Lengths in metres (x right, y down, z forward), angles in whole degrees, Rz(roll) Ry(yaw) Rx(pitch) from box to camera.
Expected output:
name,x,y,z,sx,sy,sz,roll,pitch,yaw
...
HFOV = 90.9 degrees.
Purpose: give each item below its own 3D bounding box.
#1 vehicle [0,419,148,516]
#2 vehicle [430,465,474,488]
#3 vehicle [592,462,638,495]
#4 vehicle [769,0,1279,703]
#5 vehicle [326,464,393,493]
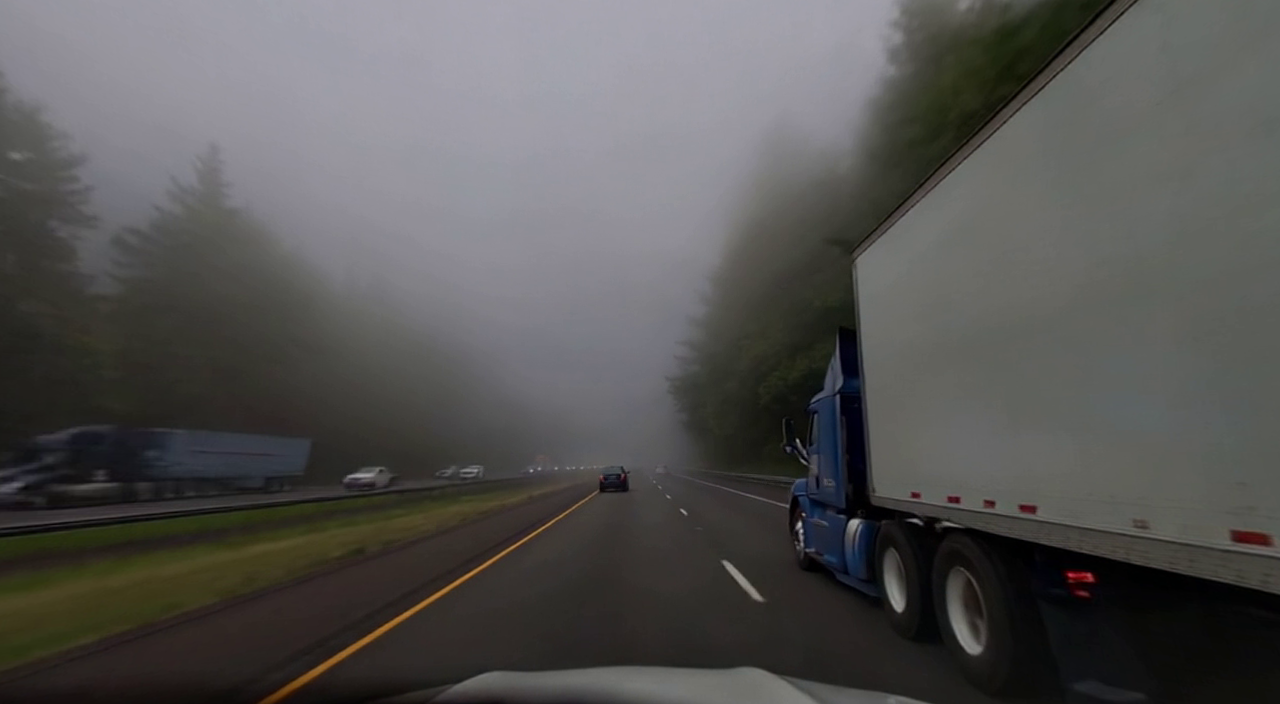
name,x,y,z,sx,sy,sz,roll,pitch,yaw
vehicle,-20.974,3.910,21.363,2.805,2.910,7.007,1,-10,-1
vehicle,-12.845,8.534,43.260,1.819,1.472,4.085,1,-10,-1
vehicle,-1.133,5.987,29.932,2.032,1.407,3.641,1,-10,0
vehicle,3.605,0.174,5.194,3.019,4.226,9.221,1,-10,0
vehicle,-16.809,7.608,38.014,2.036,1.583,4.433,1,-10,-1
